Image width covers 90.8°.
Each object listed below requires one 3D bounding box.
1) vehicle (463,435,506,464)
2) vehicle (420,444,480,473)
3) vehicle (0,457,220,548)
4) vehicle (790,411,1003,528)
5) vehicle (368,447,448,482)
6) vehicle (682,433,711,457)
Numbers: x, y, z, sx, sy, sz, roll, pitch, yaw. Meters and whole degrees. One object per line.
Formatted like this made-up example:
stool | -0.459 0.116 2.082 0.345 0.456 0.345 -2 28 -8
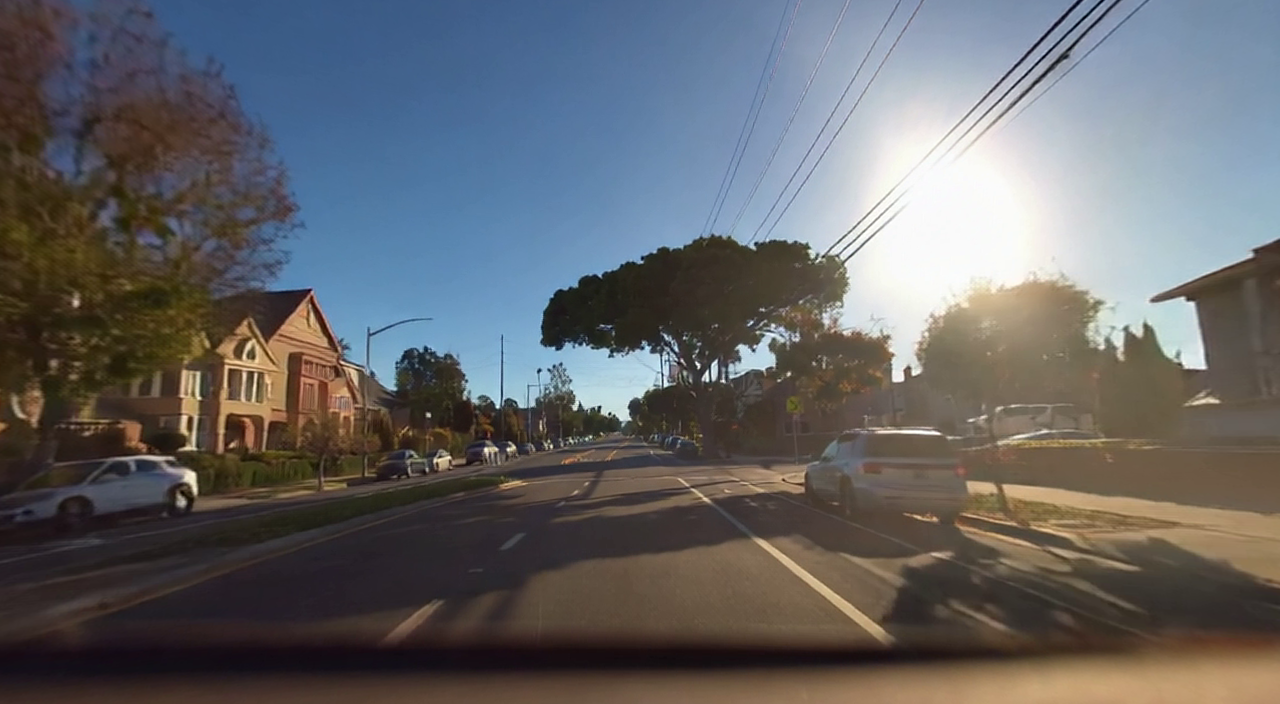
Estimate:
vehicle | -11.279 7.124 46.208 2.056 1.980 4.763 0 -8 -1
vehicle | -11.161 6.265 37.460 2.082 1.540 4.654 0 -8 0
vehicle | -11.098 2.975 13.159 1.778 1.470 4.217 0 -8 0
vehicle | 4.497 2.128 11.985 2.126 1.802 4.259 0 -8 -2
vehicle | -11.213 5.448 30.959 1.970 1.523 4.702 -1 -8 2
vehicle | 4.252 7.094 48.176 1.867 1.680 4.176 0 -8 0
